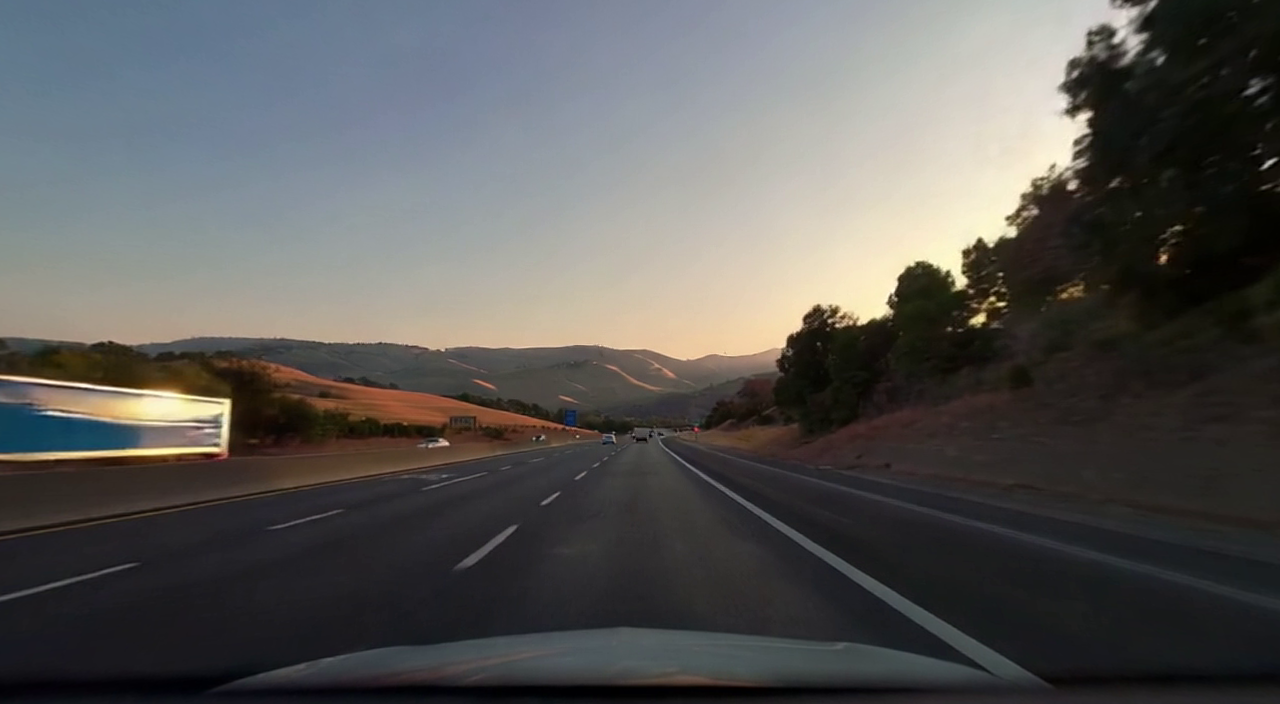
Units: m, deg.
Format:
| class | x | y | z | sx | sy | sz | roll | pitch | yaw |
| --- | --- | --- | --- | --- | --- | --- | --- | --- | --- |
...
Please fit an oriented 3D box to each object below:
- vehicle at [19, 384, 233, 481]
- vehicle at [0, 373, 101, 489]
| class | x | y | z | sx | sy | sz | roll | pitch | yaw |
| --- | --- | --- | --- | --- | --- | --- | --- | --- | --- |
| vehicle | -23.412 | 3.789 | 29.544 | 2.887 | 3.875 | 8.389 | 0 | -8 | 0 |
| vehicle | -23.287 | 2.532 | 20.169 | 3.030 | 3.937 | 10.121 | 0 | -8 | -1 |
